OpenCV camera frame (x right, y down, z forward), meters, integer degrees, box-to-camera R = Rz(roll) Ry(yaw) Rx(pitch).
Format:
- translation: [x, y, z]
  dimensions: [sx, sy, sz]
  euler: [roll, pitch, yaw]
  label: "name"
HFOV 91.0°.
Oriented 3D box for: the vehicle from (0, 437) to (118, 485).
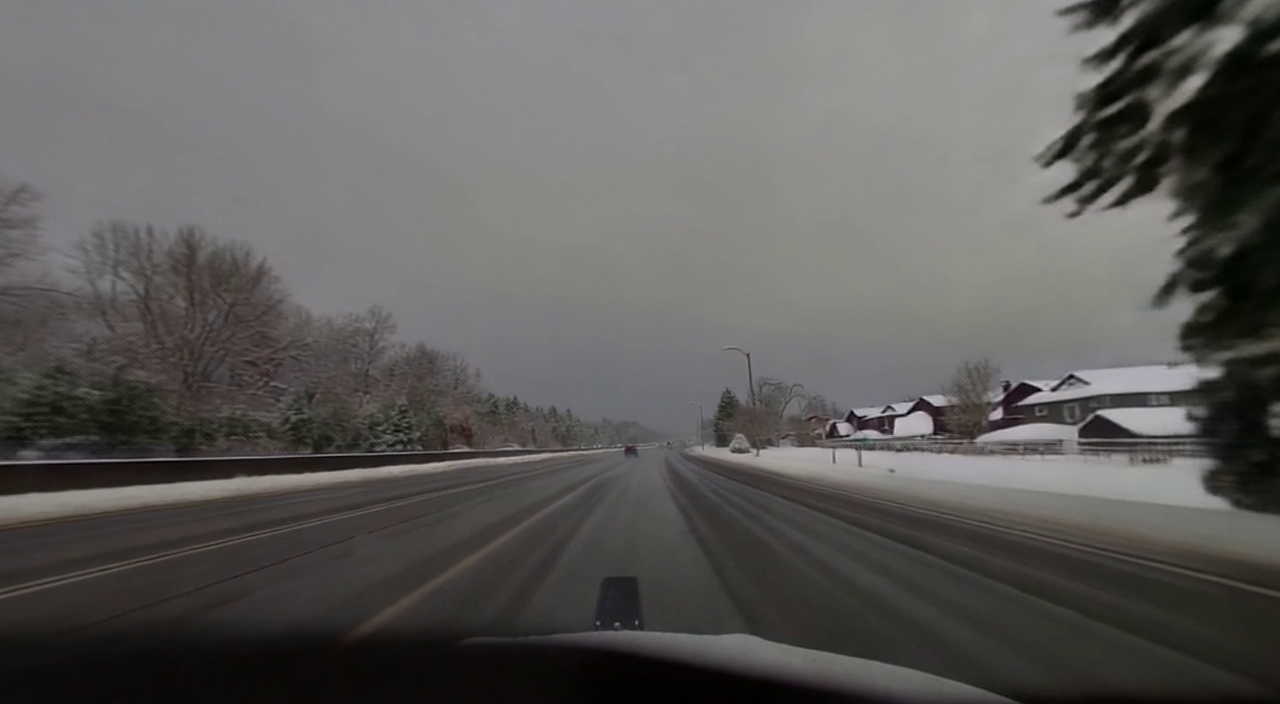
- translation: [-26.945, 4.768, 27.989]
  dimensions: [2.389, 1.915, 5.855]
  euler: [0, -8, 1]
  label: "vehicle"
